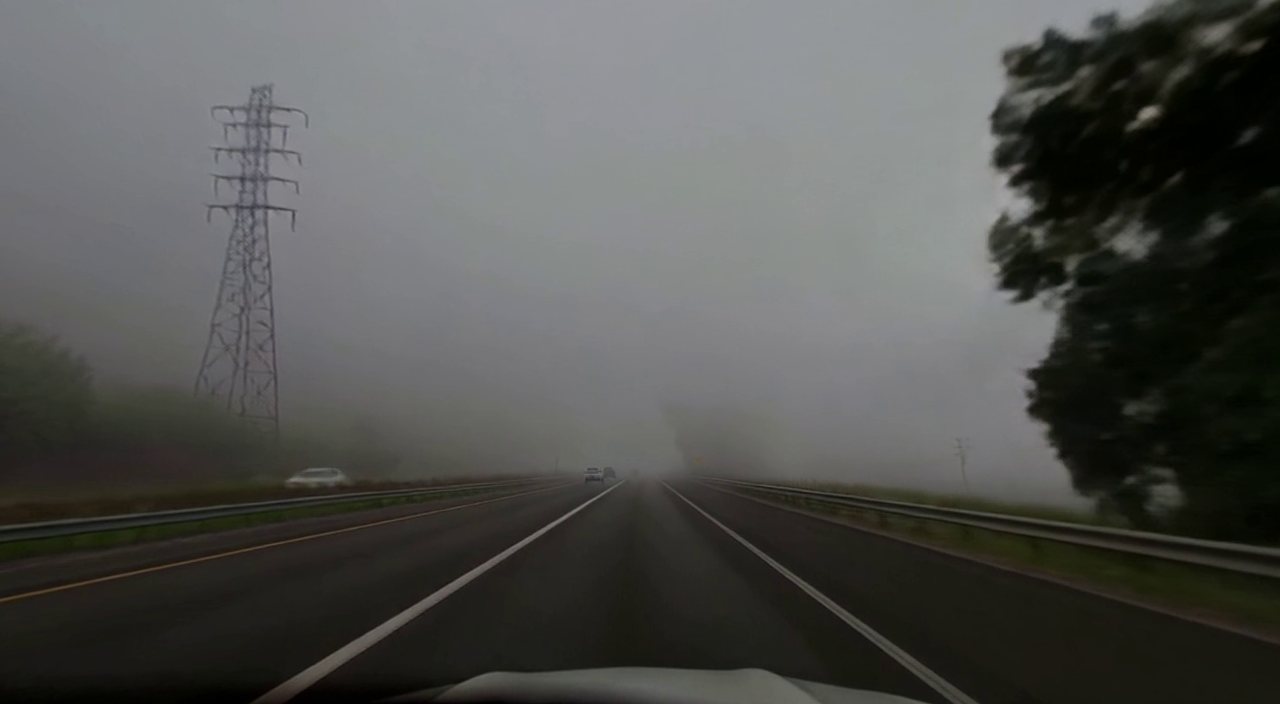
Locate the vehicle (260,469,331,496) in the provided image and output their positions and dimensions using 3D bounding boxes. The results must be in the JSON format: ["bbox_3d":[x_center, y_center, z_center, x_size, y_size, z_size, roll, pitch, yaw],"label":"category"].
[{"bbox_3d":[-19.672,7.440,36.042,1.791,1.430,3.800,1,-10,1],"label":"vehicle"}]
